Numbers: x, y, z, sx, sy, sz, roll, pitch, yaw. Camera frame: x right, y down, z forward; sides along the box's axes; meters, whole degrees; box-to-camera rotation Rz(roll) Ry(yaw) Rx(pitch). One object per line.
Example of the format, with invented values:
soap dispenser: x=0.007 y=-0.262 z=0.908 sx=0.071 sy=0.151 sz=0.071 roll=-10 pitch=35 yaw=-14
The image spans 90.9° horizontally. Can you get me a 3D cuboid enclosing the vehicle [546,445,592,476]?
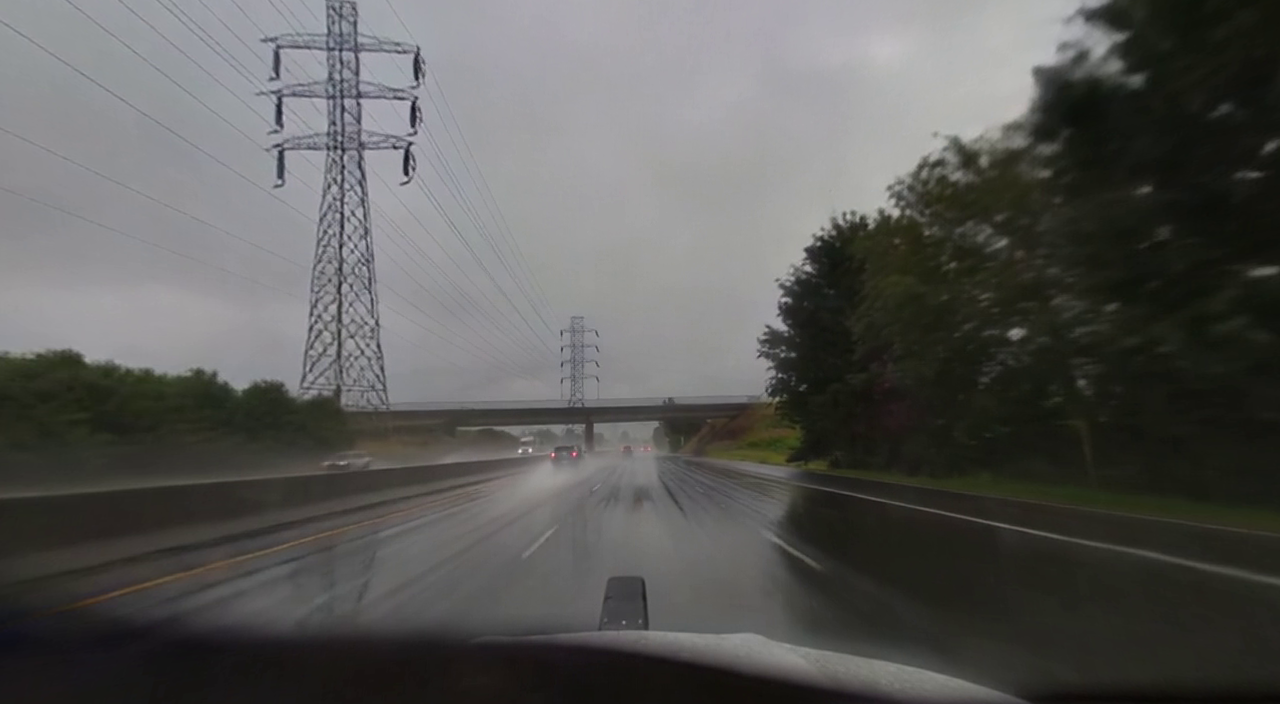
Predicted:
vehicle: x=-3.754 y=5.797 z=33.934 sx=1.924 sy=1.550 sz=4.165 roll=0 pitch=-9 yaw=0
